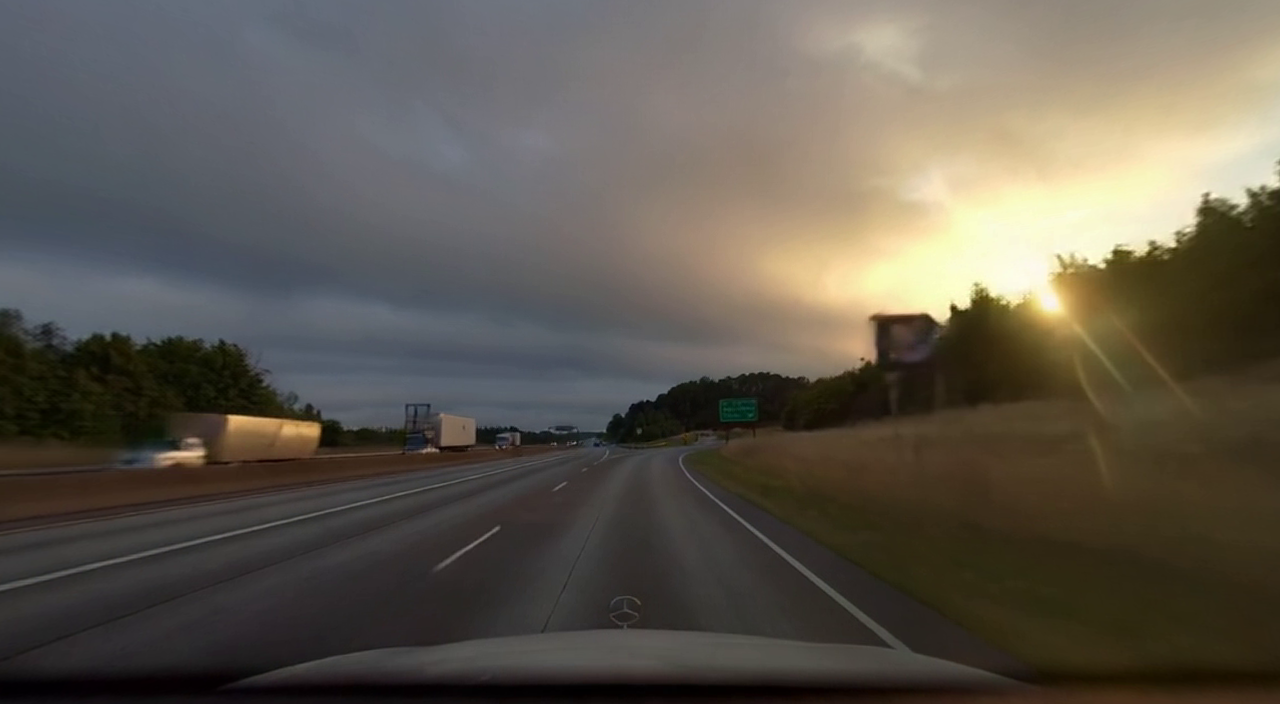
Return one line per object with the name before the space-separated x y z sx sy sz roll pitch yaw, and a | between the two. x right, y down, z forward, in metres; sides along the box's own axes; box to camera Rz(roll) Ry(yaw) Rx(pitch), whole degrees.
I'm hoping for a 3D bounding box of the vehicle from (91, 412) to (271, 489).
vehicle | -16.690 3.642 23.388 2.414 2.495 5.613 0 -9 0
